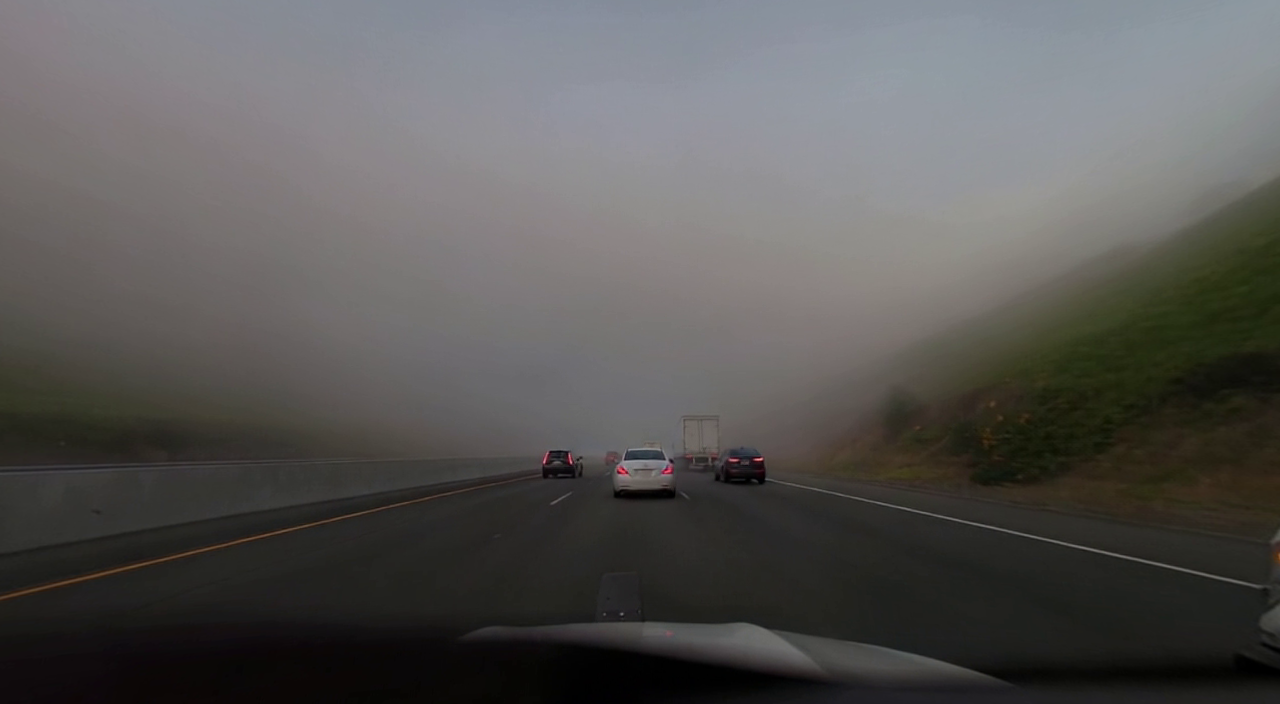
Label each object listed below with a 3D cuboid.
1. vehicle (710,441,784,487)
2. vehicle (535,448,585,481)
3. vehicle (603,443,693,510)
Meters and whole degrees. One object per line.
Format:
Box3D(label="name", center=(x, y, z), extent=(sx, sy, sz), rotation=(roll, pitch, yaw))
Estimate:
Box3D(label="vehicle", center=(4.052, 4.336, 24.691), extent=(2.029, 1.579, 4.484), rotation=(0, -9, -1))
Box3D(label="vehicle", center=(-3.810, 5.427, 30.721), extent=(1.848, 1.486, 3.832), rotation=(0, -9, 1))
Box3D(label="vehicle", center=(0.194, 3.096, 16.103), extent=(2.041, 1.484, 3.535), rotation=(0, -9, 0))
